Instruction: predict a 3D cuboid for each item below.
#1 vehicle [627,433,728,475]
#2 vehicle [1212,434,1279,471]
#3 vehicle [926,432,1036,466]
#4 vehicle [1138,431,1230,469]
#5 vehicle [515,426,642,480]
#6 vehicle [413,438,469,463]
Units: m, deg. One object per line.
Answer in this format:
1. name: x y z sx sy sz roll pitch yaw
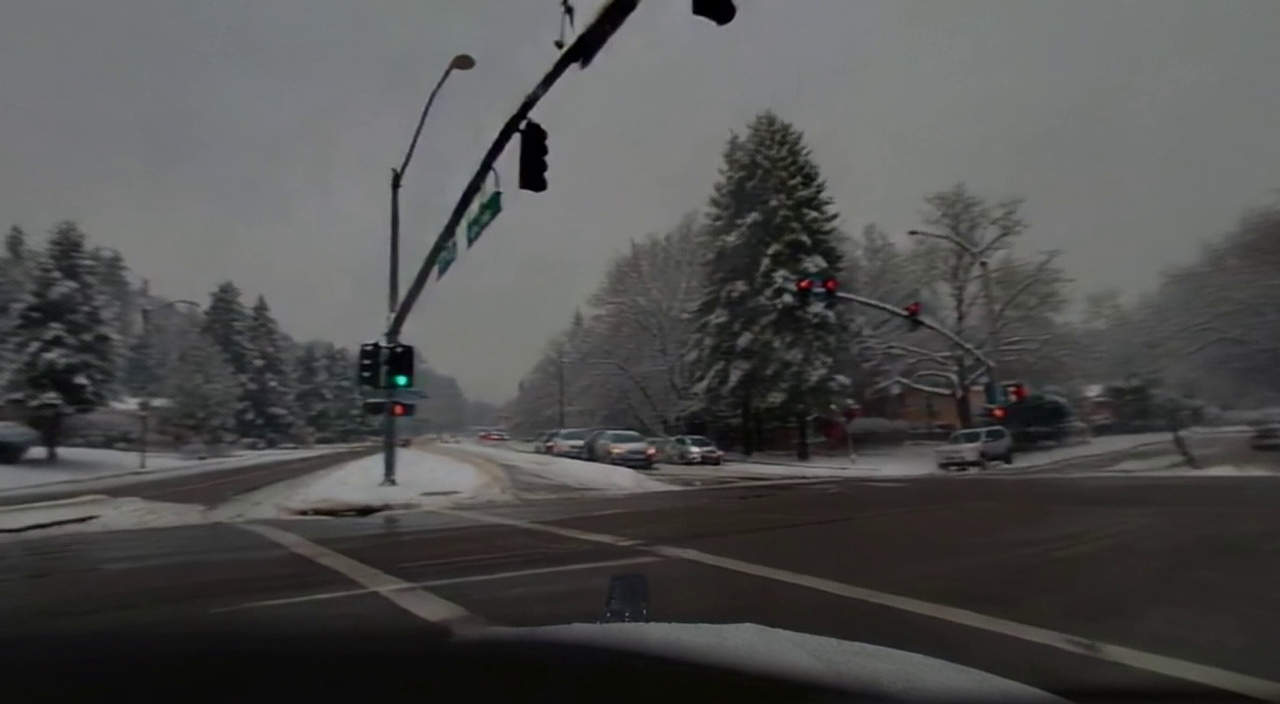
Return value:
1. vehicle: 1.687 4.868 30.151 2.129 1.801 4.911 7 -11 -36
2. vehicle: 27.809 4.526 28.292 4.356 1.519 2.039 6 -11 -34
3. vehicle: 22.274 6.380 41.324 5.840 2.087 2.737 2 -9 -11
4. vehicle: 28.552 5.124 33.038 4.804 1.838 2.248 6 -10 -33
5. vehicle: -2.652 4.078 25.628 2.226 1.897 5.874 7 -11 -38
6. vehicle: -14.498 7.124 45.749 2.159 1.734 4.462 8 -12 -40
